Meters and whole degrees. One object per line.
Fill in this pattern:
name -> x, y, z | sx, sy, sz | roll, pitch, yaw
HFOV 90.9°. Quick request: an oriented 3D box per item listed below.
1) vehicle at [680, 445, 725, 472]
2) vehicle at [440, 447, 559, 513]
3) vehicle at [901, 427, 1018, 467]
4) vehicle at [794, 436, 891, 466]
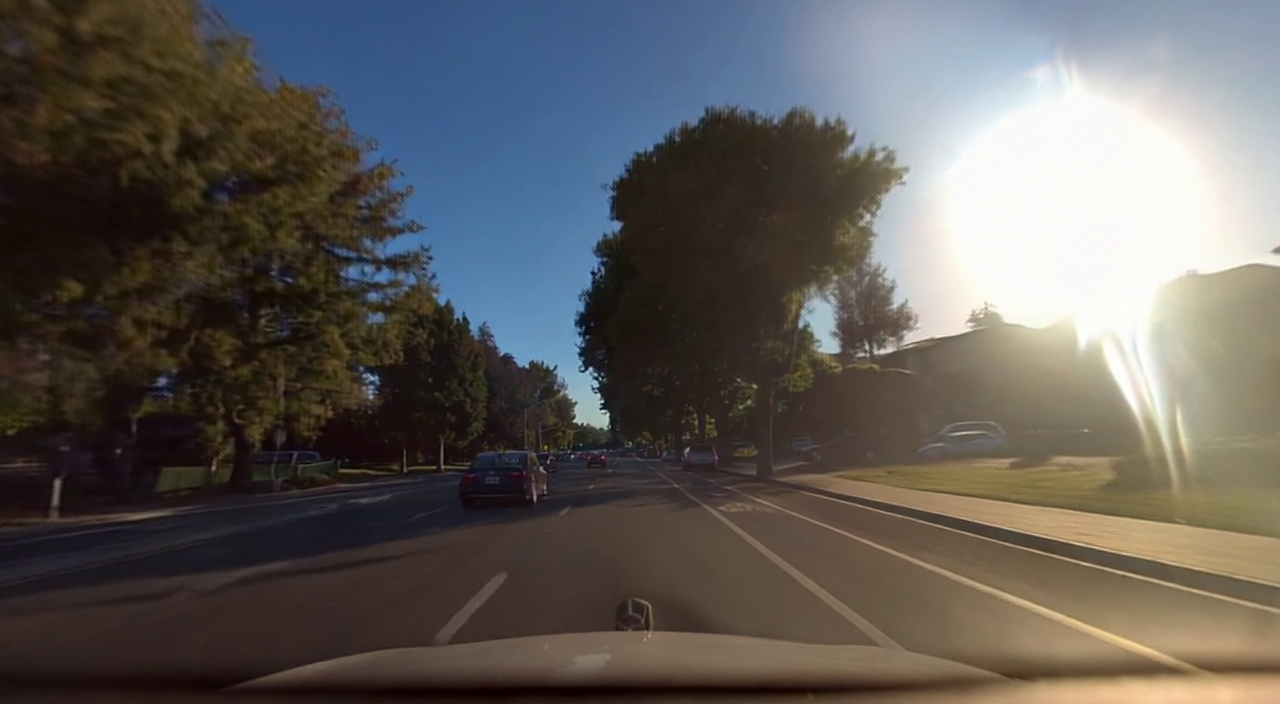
vehicle -> 3.904, 6.742, 40.180 | 2.107, 1.620, 4.793 | 0, -8, -3
vehicle -> -3.468, 3.232, 16.474 | 2.099, 1.470, 4.302 | 0, -8, 0
vehicle -> 14.043, 4.193, 27.890 | 3.965, 1.543, 2.021 | -2, -8, -1
vehicle -> 11.356, 5.567, 35.588 | 4.766, 1.585, 2.020 | 0, -8, -4
